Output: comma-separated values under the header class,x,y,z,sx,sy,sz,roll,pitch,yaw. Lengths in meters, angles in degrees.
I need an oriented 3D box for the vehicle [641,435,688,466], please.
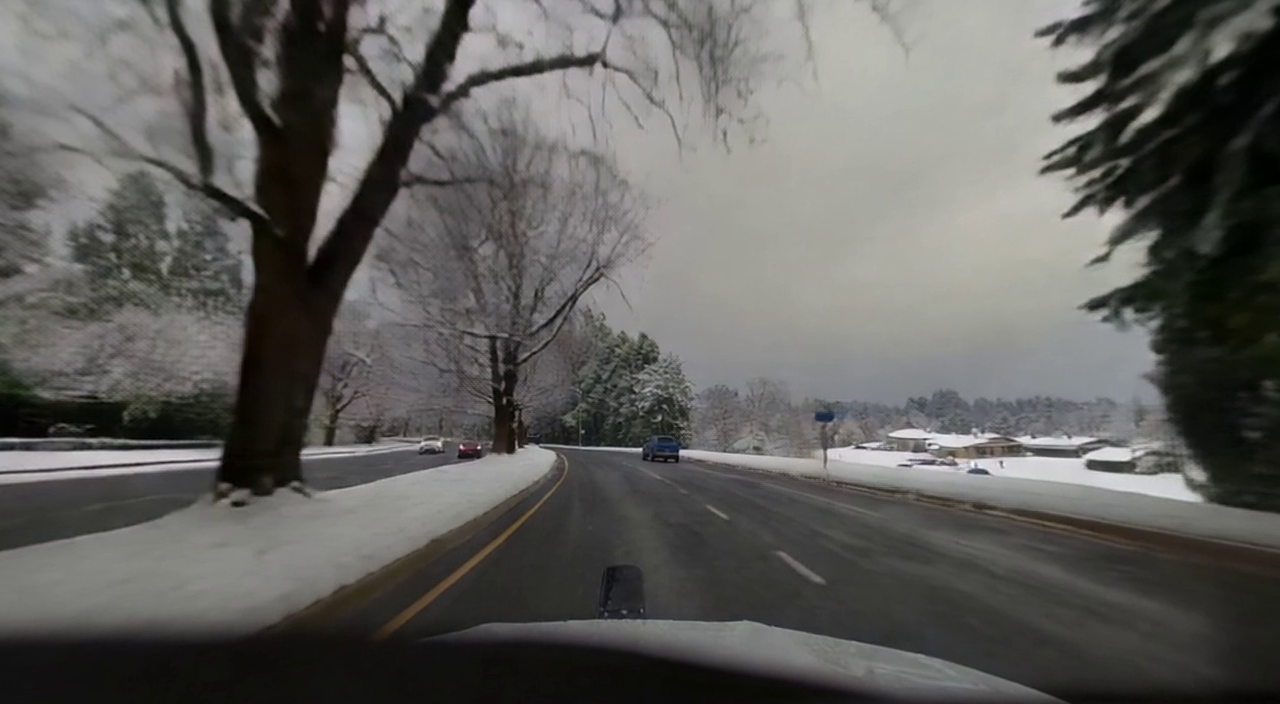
class,x,y,z,sx,sy,sz,roll,pitch,yaw
vehicle,1.482,6.214,39.793,2.166,1.828,4.607,1,-9,-8
